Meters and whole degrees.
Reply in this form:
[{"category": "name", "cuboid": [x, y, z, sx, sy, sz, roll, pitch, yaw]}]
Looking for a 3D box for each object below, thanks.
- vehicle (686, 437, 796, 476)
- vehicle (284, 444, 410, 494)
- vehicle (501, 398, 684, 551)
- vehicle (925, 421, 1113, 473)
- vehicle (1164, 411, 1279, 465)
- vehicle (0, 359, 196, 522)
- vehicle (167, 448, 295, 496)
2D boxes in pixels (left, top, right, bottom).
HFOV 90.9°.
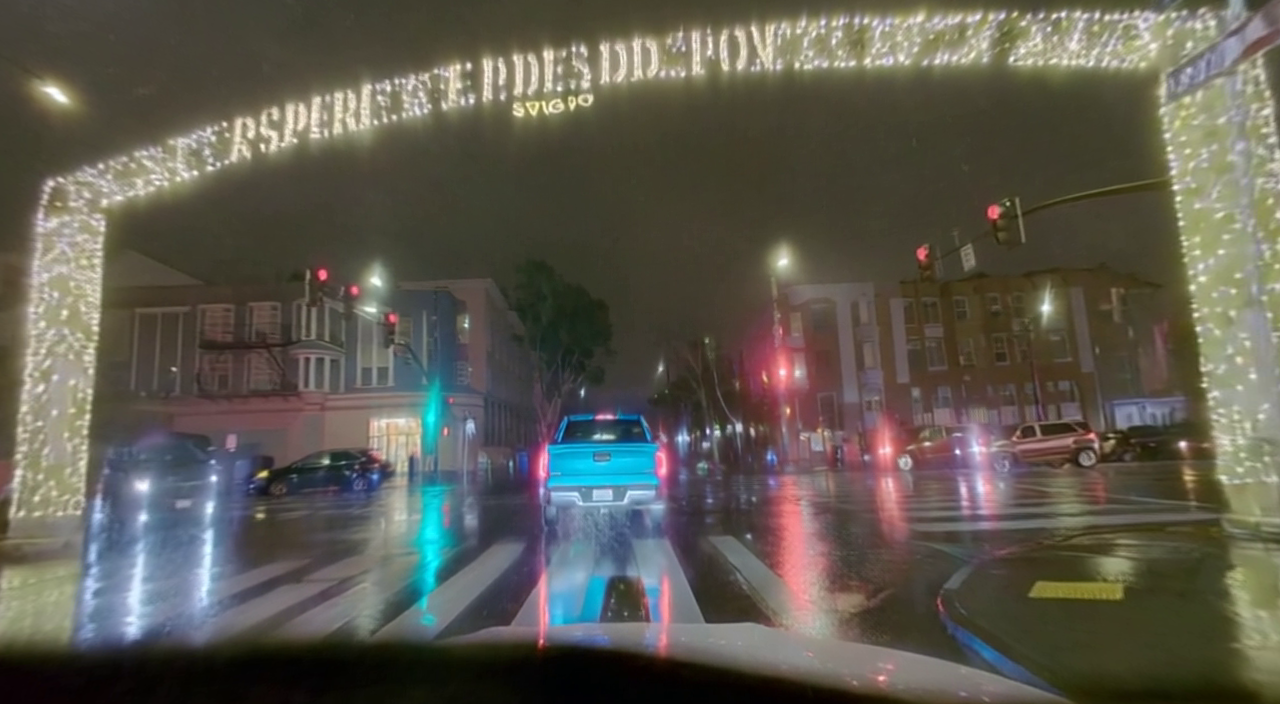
[{"category": "vehicle", "cuboid": [4.267, 4.506, 27.269, 4.515, 1.583, 1.920, -1, -8, 3]}, {"category": "vehicle", "cuboid": [-13.289, 5.318, 28.753, 4.799, 1.909, 2.011, -3, -7, 2]}, {"category": "vehicle", "cuboid": [-0.990, 2.062, 11.378, 2.477, 2.020, 5.534, 1, -9, -8]}, {"category": "vehicle", "cuboid": [11.580, 2.928, 19.504, 4.600, 1.506, 1.878, 0, -8, -1]}, {"category": "vehicle", "cuboid": [19.276, 2.681, 19.534, 4.390, 1.552, 1.925, 1, -8, -4]}, {"category": "vehicle", "cuboid": [-22.252, 2.772, 19.880, 13.729, 4.662, 3.300, 0, -8, 0]}, {"category": "vehicle", "cuboid": [-18.625, 5.464, 28.839, 4.398, 2.057, 1.959, 0, -8, -1]}]
